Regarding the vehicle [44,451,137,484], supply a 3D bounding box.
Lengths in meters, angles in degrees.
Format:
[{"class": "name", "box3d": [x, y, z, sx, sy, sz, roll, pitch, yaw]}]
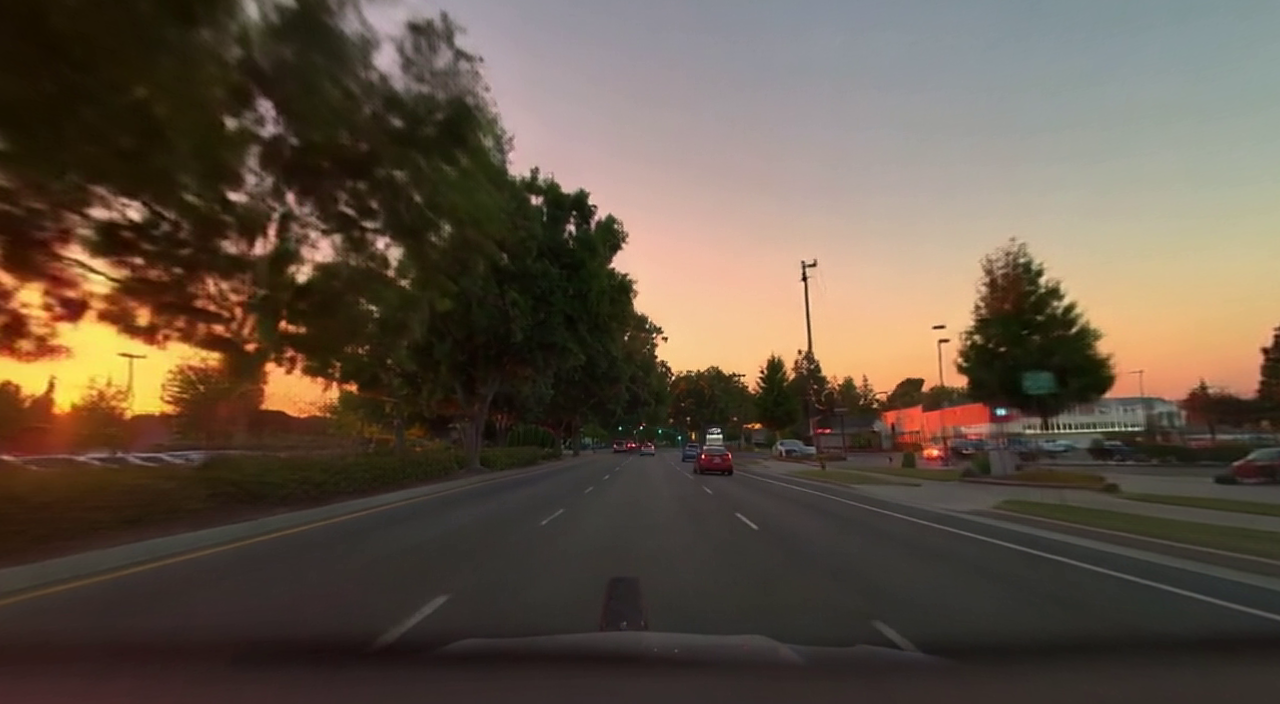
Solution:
[{"class": "vehicle", "box3d": [-31.542, 6.600, 36.403, 2.026, 1.692, 4.523, 2, -9, -13]}]

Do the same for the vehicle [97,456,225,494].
[{"class": "vehicle", "box3d": [-22.485, 5.760, 29.912, 2.111, 1.500, 5.131, -1, -8, -1]}]

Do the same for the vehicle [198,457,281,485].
[{"class": "vehicle", "box3d": [-22.432, 6.676, 35.548, 1.771, 1.373, 4.308, 0, -8, 2]}]

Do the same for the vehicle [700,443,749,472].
[{"class": "vehicle", "box3d": [4.423, 5.574, 33.579, 1.916, 1.459, 4.335, 0, -8, -1]}]

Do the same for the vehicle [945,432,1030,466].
[{"class": "vehicle", "box3d": [21.326, 5.987, 39.073, 2.124, 1.920, 5.946, 0, -9, 3]}]

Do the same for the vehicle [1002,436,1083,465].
[{"class": "vehicle", "box3d": [24.683, 6.065, 38.902, 1.894, 1.656, 4.841, 0, -8, 2]}]
